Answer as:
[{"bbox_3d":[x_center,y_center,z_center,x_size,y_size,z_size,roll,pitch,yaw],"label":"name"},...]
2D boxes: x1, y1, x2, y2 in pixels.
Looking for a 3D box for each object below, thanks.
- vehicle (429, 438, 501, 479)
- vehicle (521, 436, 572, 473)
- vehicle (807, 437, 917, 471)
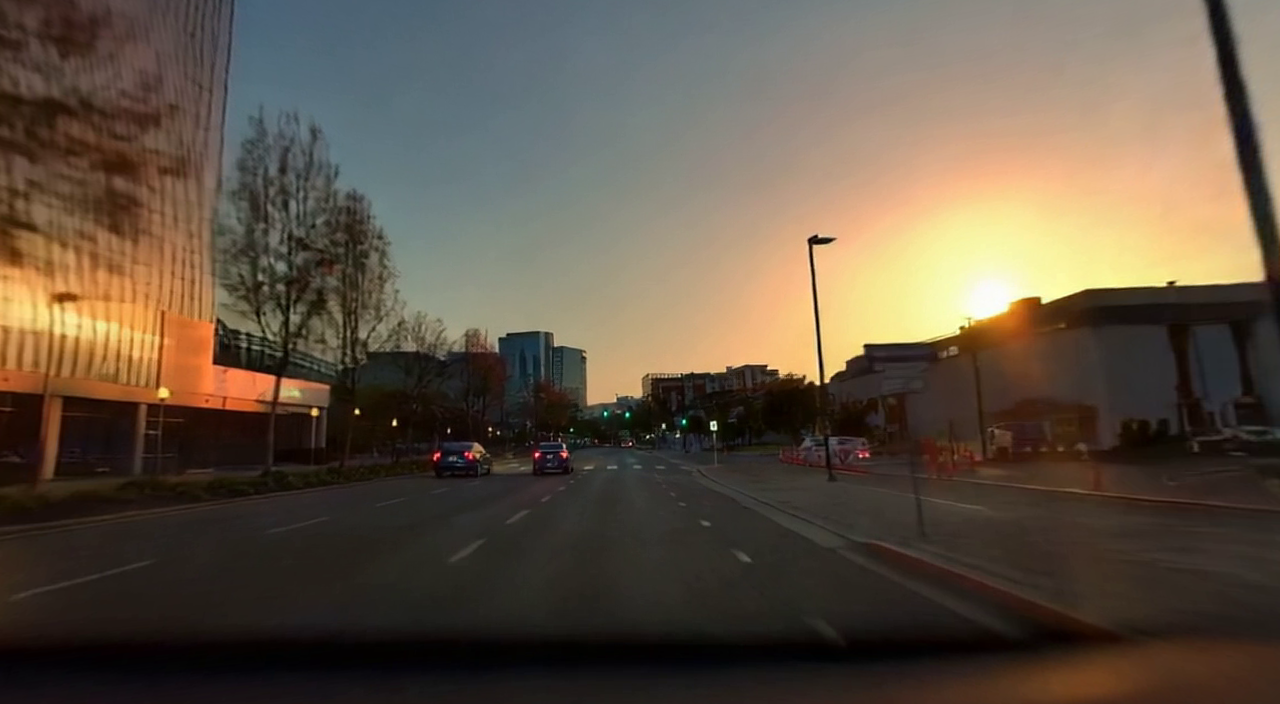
[{"bbox_3d":[-7.510,4.608,27.584,1.909,1.605,4.561,0,-9,-1],"label":"vehicle"},{"bbox_3d":[-4.653,5.186,32.058,2.052,1.729,4.195,0,-9,-1],"label":"vehicle"},{"bbox_3d":[10.533,4.875,30.255,4.513,1.541,1.948,-1,-9,4],"label":"vehicle"}]
